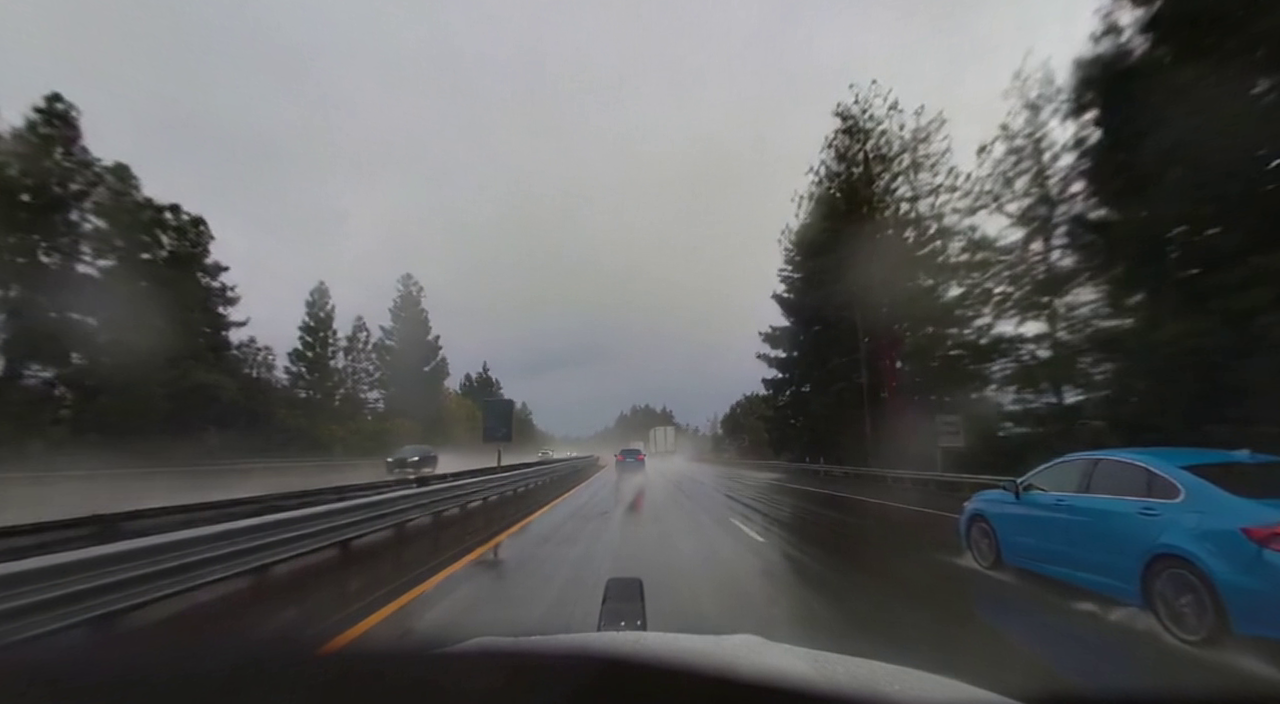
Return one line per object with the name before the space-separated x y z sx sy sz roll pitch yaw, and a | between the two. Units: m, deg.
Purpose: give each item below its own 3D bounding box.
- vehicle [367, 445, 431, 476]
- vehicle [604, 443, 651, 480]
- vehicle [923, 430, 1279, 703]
vehicle | -13.113 5.921 34.527 1.964 1.541 3.928 0 -9 -1
vehicle | -0.634 5.457 31.503 2.190 1.706 4.062 0 -9 -1
vehicle | 4.087 1.387 4.953 1.917 1.421 3.759 0 -9 -1
